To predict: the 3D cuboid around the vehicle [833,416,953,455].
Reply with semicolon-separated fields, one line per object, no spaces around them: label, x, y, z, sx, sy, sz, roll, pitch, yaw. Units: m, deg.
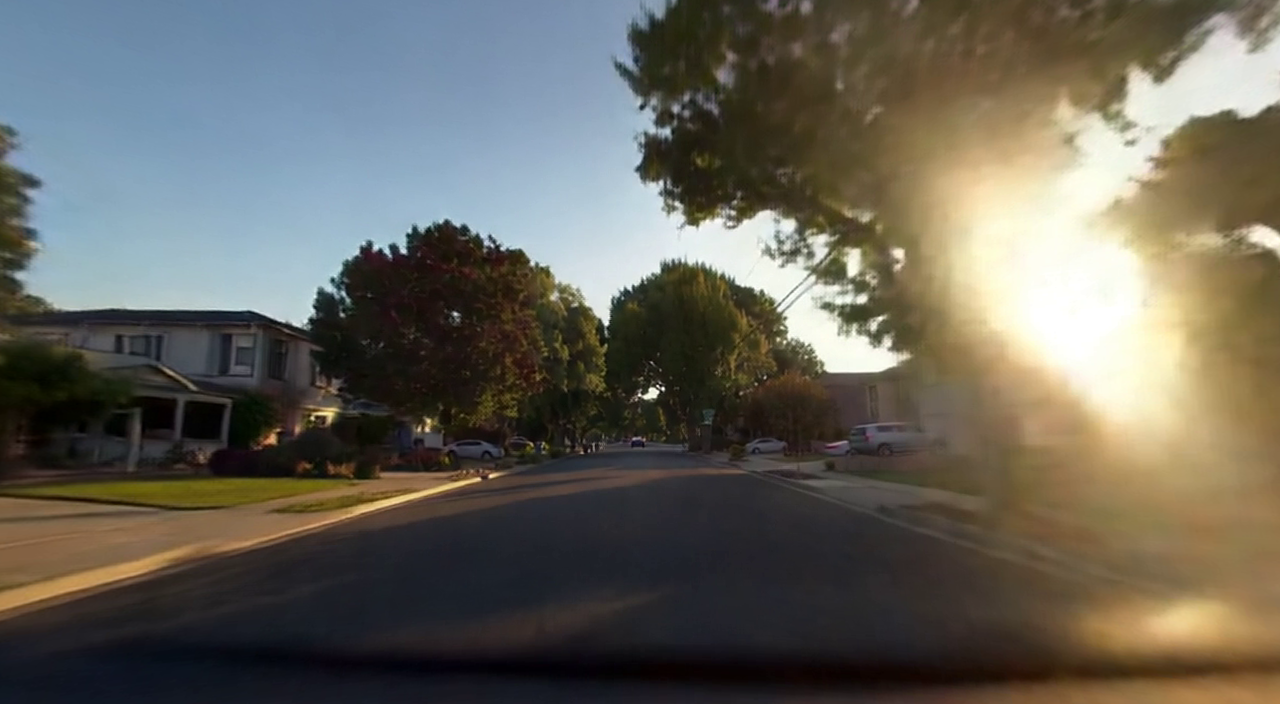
vehicle;12.813;4.260;32.296;5.049;1.845;2.327;-1;-8;0
